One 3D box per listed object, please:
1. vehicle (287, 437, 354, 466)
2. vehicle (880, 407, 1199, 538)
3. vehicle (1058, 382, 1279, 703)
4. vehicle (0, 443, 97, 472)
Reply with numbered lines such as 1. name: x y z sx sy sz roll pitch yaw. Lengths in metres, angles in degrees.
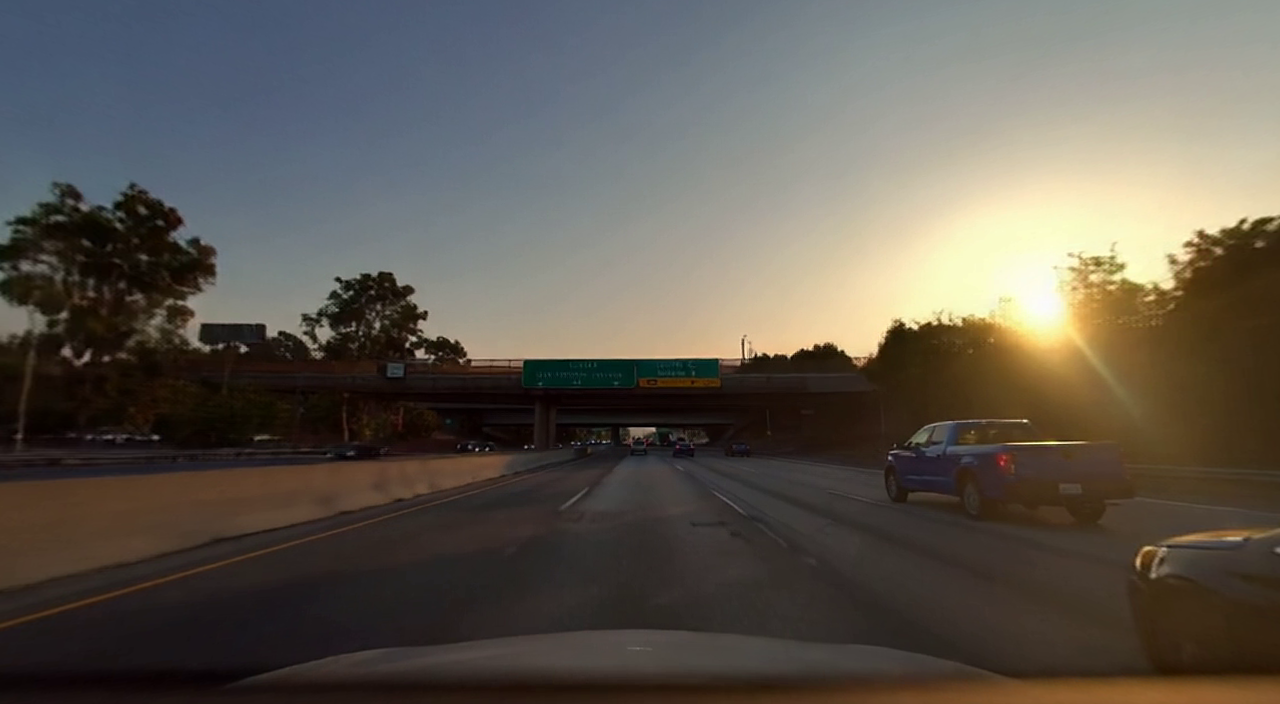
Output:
1. vehicle: -21.397 6.672 42.436 2.021 1.768 4.687 0 -8 0
2. vehicle: 6.845 2.149 12.023 2.182 1.852 5.926 0 -8 0
3. vehicle: 3.221 0.670 0.780 2.119 1.524 4.807 0 -8 0
4. vehicle: -33.309 5.824 35.120 1.833 1.479 4.495 -1 -8 4
